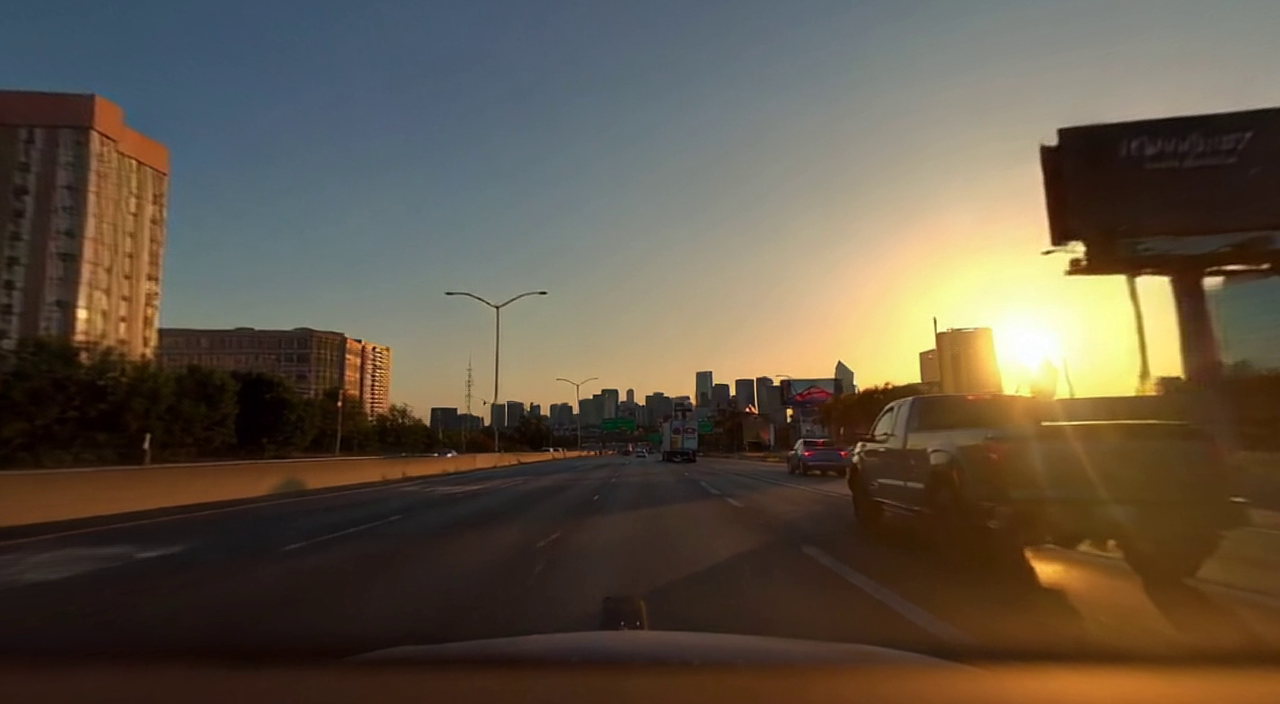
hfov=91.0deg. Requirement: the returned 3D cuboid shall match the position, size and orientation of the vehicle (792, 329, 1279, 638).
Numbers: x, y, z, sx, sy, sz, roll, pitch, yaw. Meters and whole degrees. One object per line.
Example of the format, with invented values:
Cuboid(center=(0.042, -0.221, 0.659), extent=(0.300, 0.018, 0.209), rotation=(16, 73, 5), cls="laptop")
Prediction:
Cuboid(center=(3.987, 1.385, 7.596), extent=(2.740, 2.157, 6.300), rotation=(0, -9, 0), cls="vehicle")
